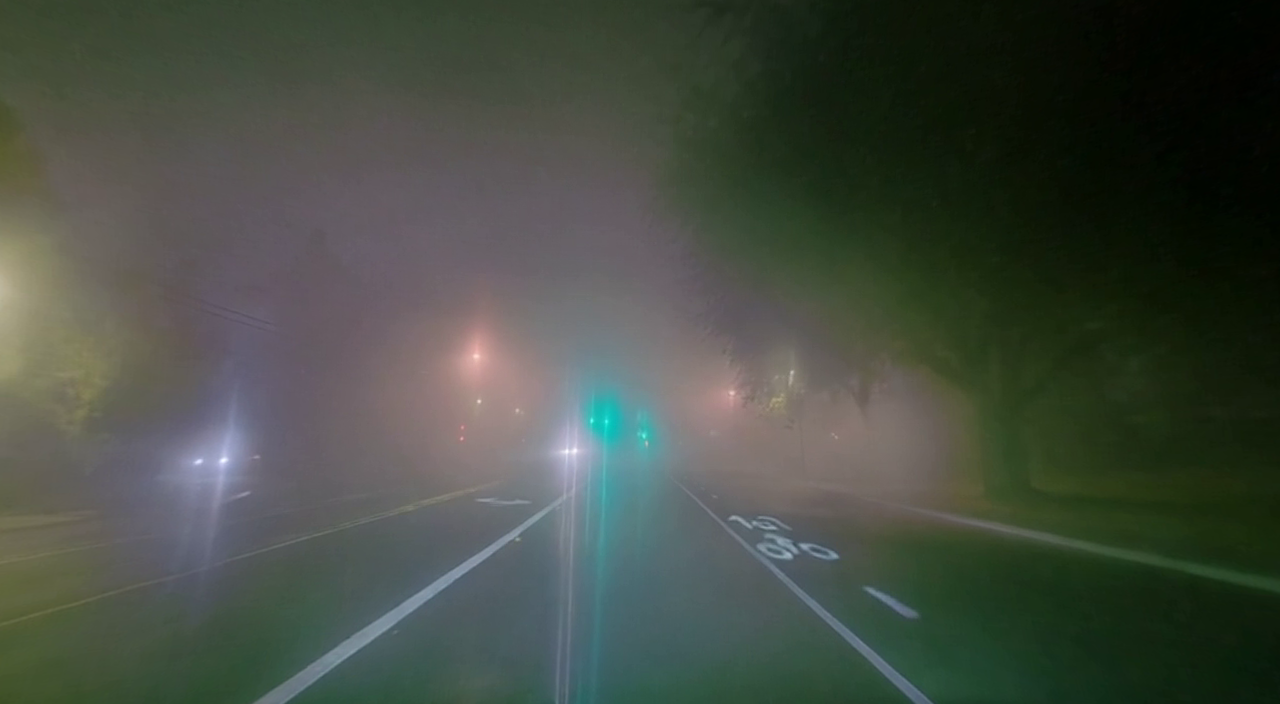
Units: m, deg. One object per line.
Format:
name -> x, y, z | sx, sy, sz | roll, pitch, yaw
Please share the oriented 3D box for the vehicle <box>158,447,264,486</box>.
vehicle -> -23.324, 6.198, 34.722 | 2.192, 1.901, 5.889 | 0, -9, -6
